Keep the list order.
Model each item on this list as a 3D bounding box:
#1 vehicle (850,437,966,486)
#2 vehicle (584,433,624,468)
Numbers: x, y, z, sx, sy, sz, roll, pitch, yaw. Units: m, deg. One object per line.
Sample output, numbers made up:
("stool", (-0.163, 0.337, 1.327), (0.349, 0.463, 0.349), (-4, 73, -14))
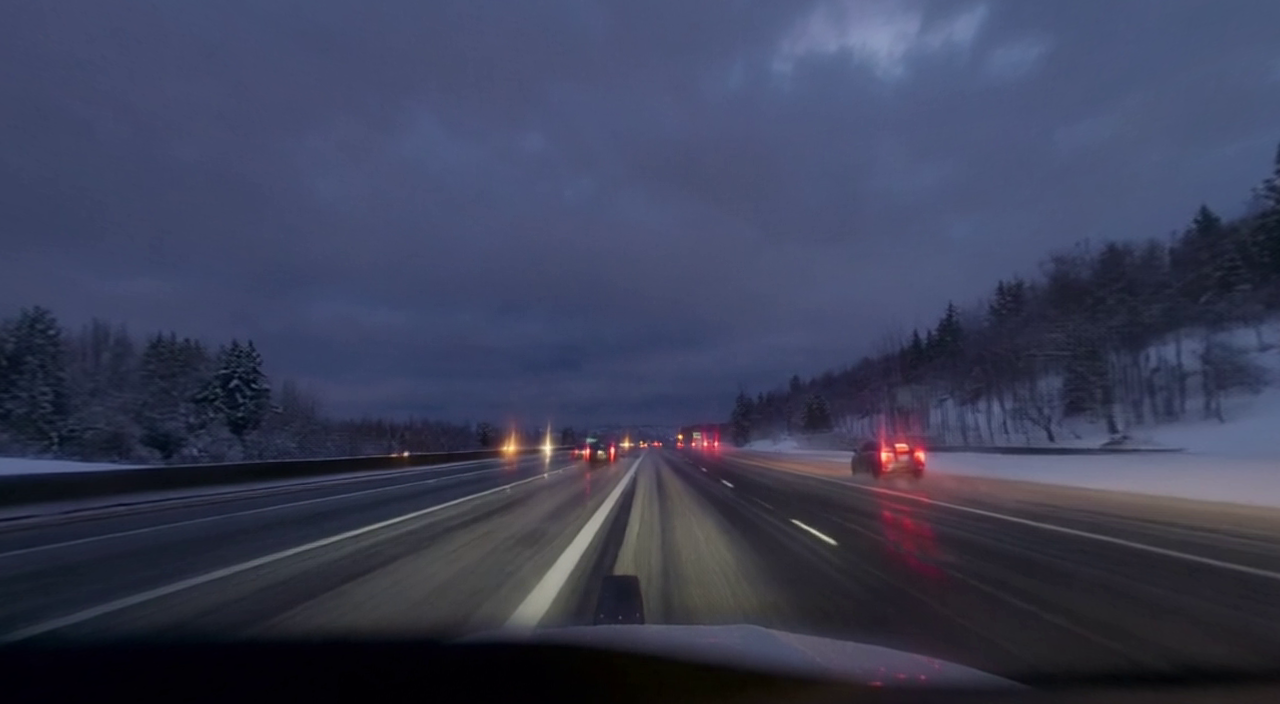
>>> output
("vehicle", (8.647, 3.557, 20.896), (1.900, 1.432, 4.519), (0, -8, 1))
("vehicle", (-1.952, 5.566, 35.746), (1.893, 1.827, 4.513), (0, -8, 1))
